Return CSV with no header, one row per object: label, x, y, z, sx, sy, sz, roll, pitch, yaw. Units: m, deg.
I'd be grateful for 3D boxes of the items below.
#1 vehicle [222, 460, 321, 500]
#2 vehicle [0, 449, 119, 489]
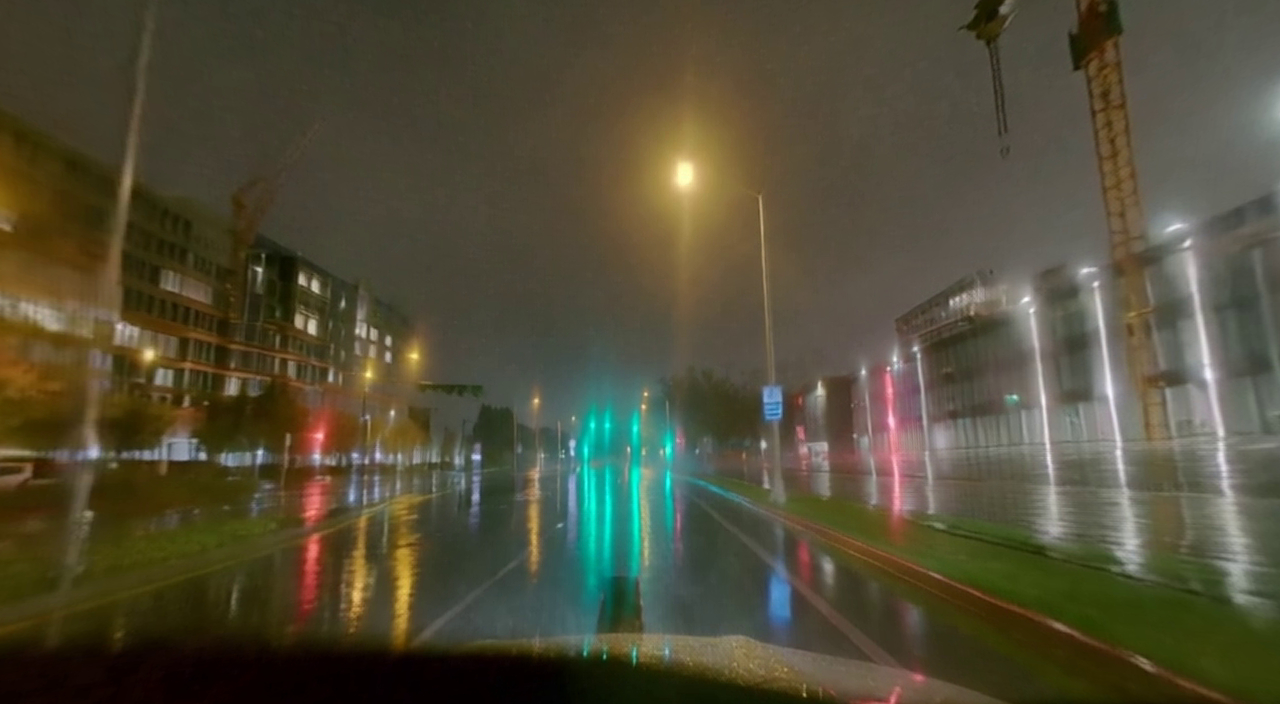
vehicle,-17.092,5.943,29.521,1.921,1.541,4.541,-1,-8,0
vehicle,-25.329,4.958,26.854,4.308,1.612,1.989,1,-9,-2
